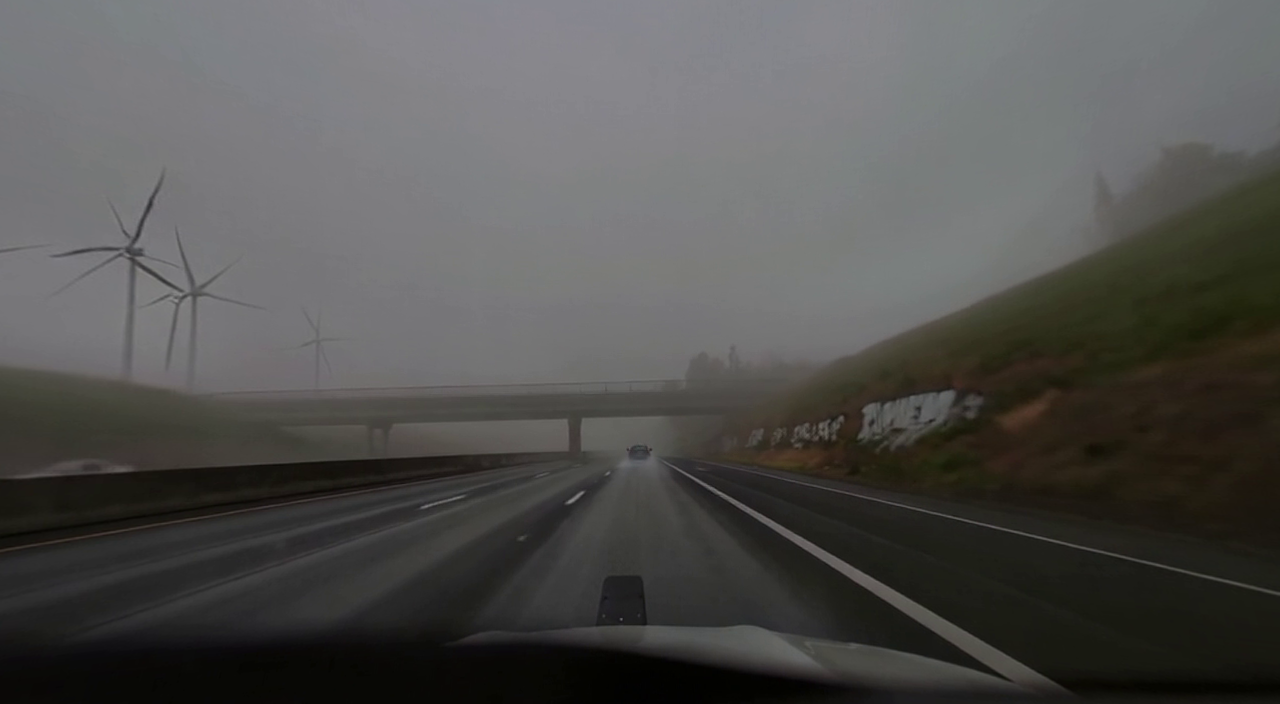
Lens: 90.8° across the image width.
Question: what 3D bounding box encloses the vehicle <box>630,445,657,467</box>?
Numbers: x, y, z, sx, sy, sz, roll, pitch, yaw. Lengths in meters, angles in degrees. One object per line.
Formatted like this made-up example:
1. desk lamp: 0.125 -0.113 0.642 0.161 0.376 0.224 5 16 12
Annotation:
1. vehicle: 0.247 7.682 46.608 1.870 1.481 4.234 0 -9 0

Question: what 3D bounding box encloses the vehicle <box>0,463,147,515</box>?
1. vehicle: -19.047 4.450 20.956 1.783 1.432 4.354 0 -9 0
